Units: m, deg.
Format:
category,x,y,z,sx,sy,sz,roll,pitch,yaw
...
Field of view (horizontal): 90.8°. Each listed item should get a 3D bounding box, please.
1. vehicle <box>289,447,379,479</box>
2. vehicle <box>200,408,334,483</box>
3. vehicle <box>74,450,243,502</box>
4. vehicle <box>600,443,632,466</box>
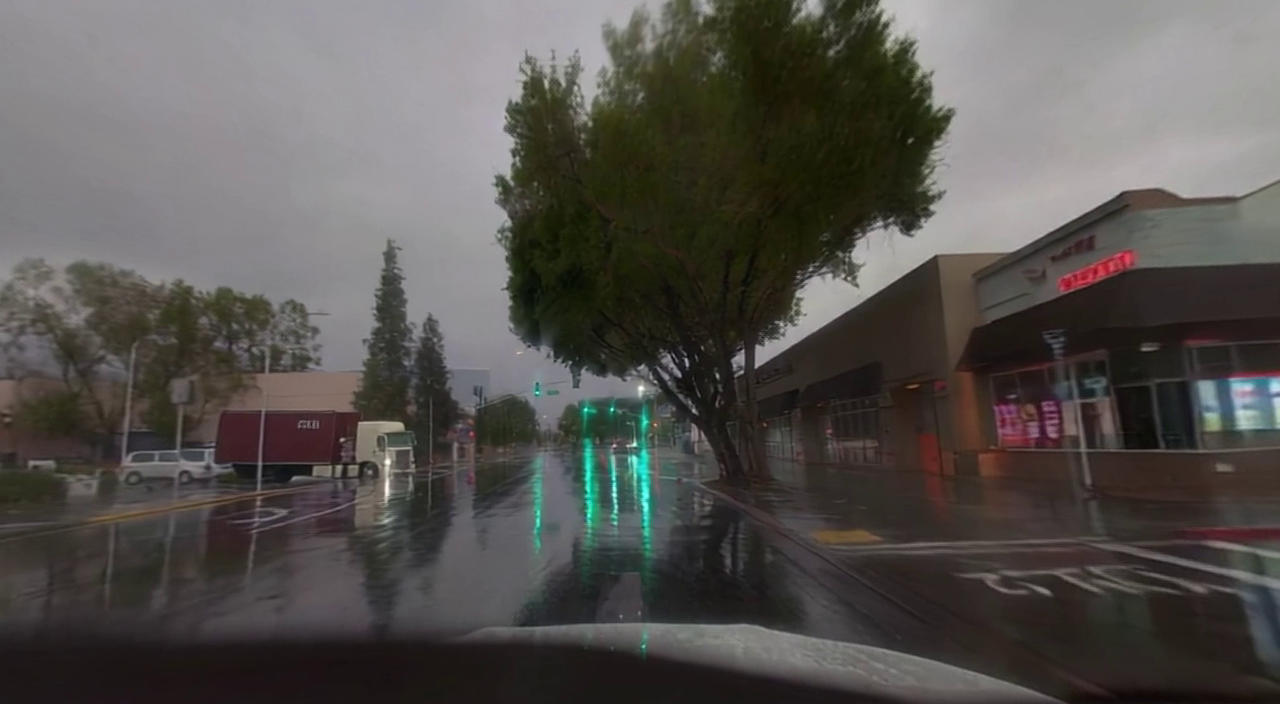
category,x,y,z,sx,sy,sz,roll,pitch,yaw
vehicle,-17.728,6.425,36.922,1.988,1.762,4.653,-3,-9,17
vehicle,-21.576,5.490,37.061,3.045,3.961,6.104,-3,-9,16
vehicle,-18.047,4.602,24.011,2.101,1.721,4.587,-3,-9,18
vehicle,-1.588,6.973,43.085,2.006,1.470,3.799,0,-8,-1
